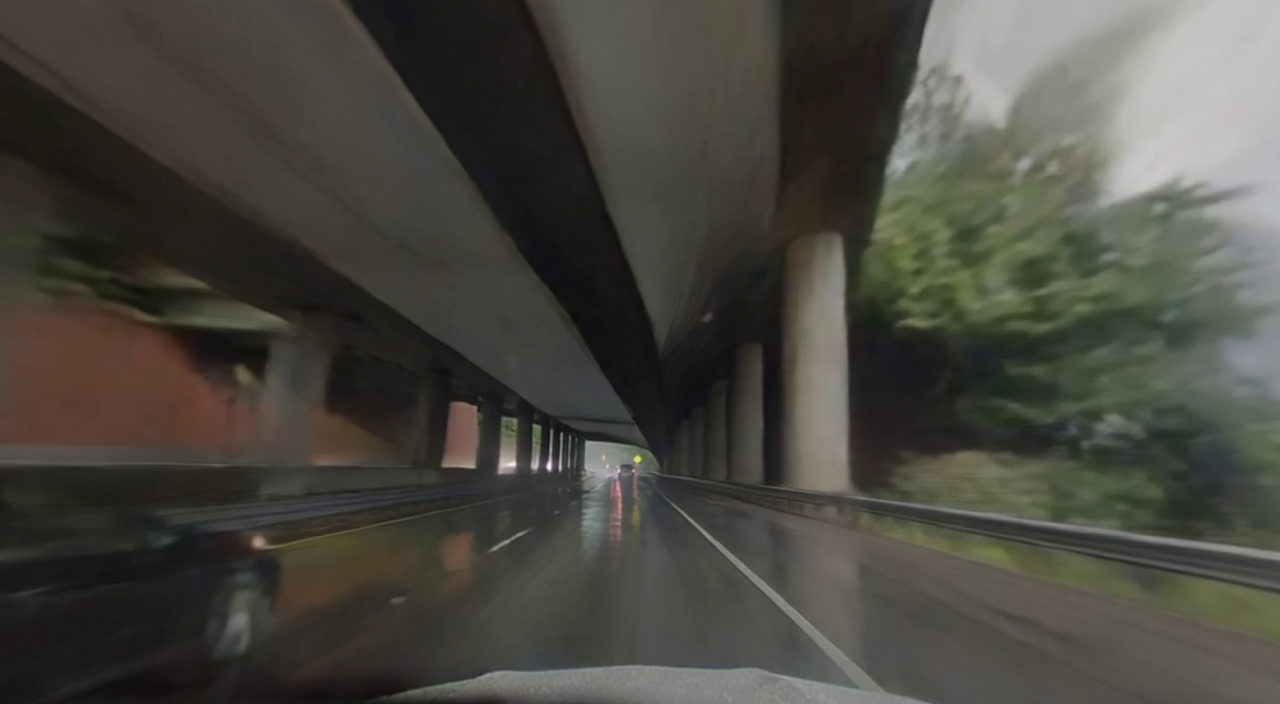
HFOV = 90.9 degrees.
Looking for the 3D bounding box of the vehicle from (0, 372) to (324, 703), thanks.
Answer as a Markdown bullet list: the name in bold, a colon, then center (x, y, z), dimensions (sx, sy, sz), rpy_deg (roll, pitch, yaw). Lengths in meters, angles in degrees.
- **vehicle**: center (-4.247, 1.077, 3.582), dimensions (2.286, 1.757, 5.057), rpy_deg (1, -11, -1)
